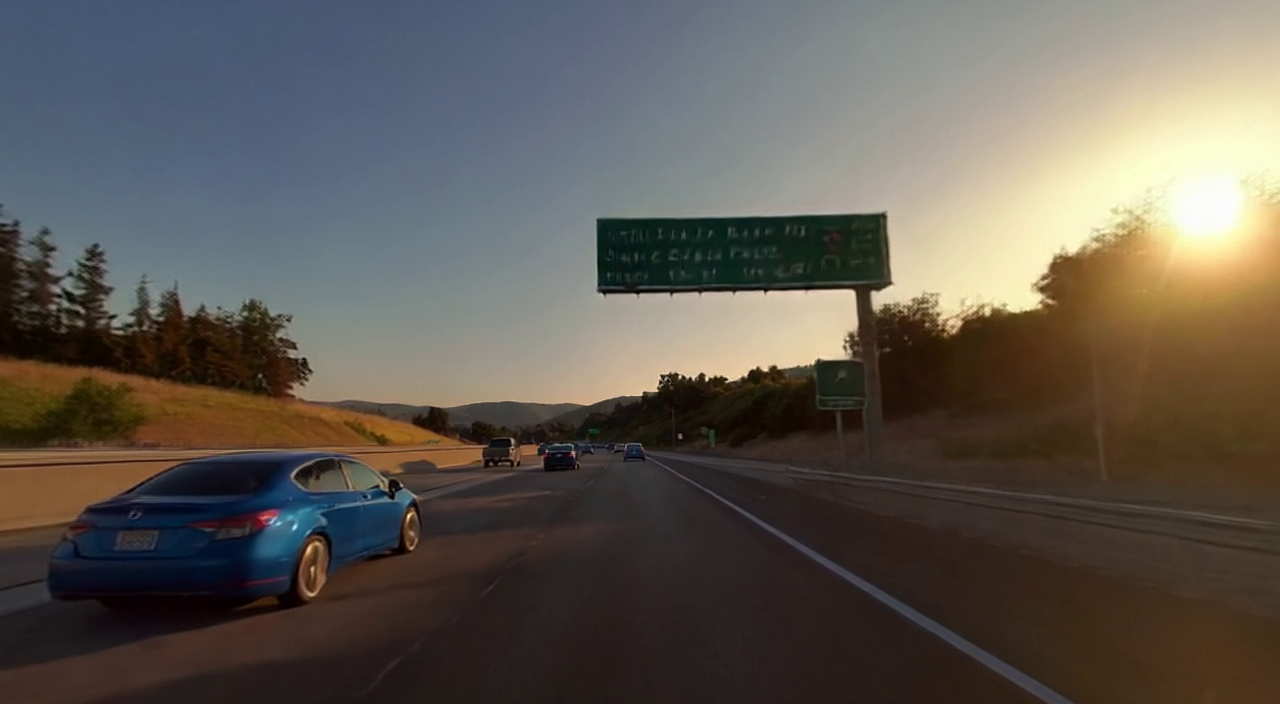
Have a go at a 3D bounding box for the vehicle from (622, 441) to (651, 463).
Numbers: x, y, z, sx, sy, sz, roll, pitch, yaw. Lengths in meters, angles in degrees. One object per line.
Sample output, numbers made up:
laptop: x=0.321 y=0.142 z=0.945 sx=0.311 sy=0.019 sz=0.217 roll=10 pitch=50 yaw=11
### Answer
vehicle: x=-0.308 y=7.315 z=46.193 sx=2.018 sy=1.508 sz=4.087 roll=0 pitch=-8 yaw=-2

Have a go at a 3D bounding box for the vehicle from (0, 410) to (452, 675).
vehicle: x=-3.444 y=1.426 z=5.913 sx=2.025 sy=1.506 sz=4.429 roll=0 pitch=-8 yaw=0

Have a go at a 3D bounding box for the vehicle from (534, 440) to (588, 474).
vehicle: x=-3.660 y=4.948 z=29.985 sx=2.068 sy=1.501 sz=4.395 roll=0 pitch=-8 yaw=-1

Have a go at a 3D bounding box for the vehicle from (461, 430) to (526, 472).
vehicle: x=-7.544 y=5.172 z=33.154 sx=2.171 sy=1.982 sz=5.246 roll=0 pitch=-8 yaw=-1
